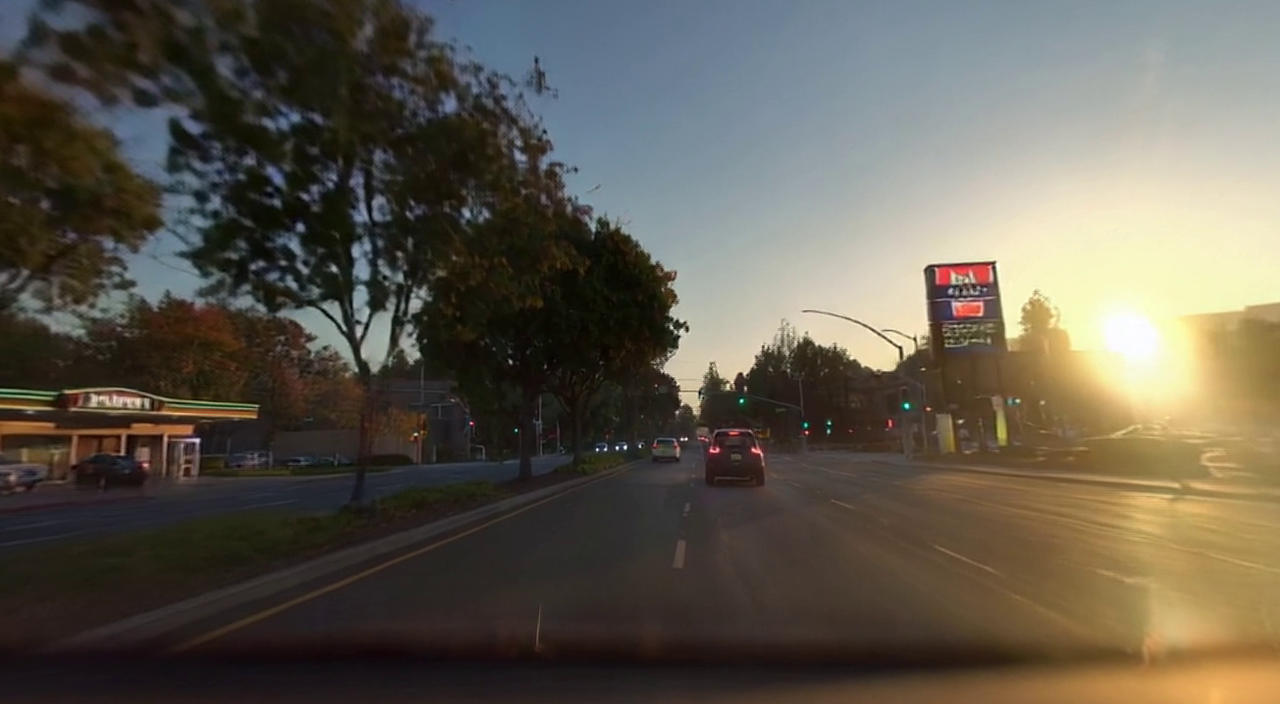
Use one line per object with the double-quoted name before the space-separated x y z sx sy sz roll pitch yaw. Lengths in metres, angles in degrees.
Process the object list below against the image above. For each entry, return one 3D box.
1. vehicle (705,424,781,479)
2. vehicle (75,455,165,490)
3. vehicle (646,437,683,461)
"vehicle" 3.467 3.458 22.025 2.213 1.715 4.242 -1 -8 4
"vehicle" -24.825 5.705 30.005 4.538 1.469 1.912 -6 -10 33
"vehicle" 1.666 6.371 41.492 2.100 1.469 3.872 -1 -8 6
